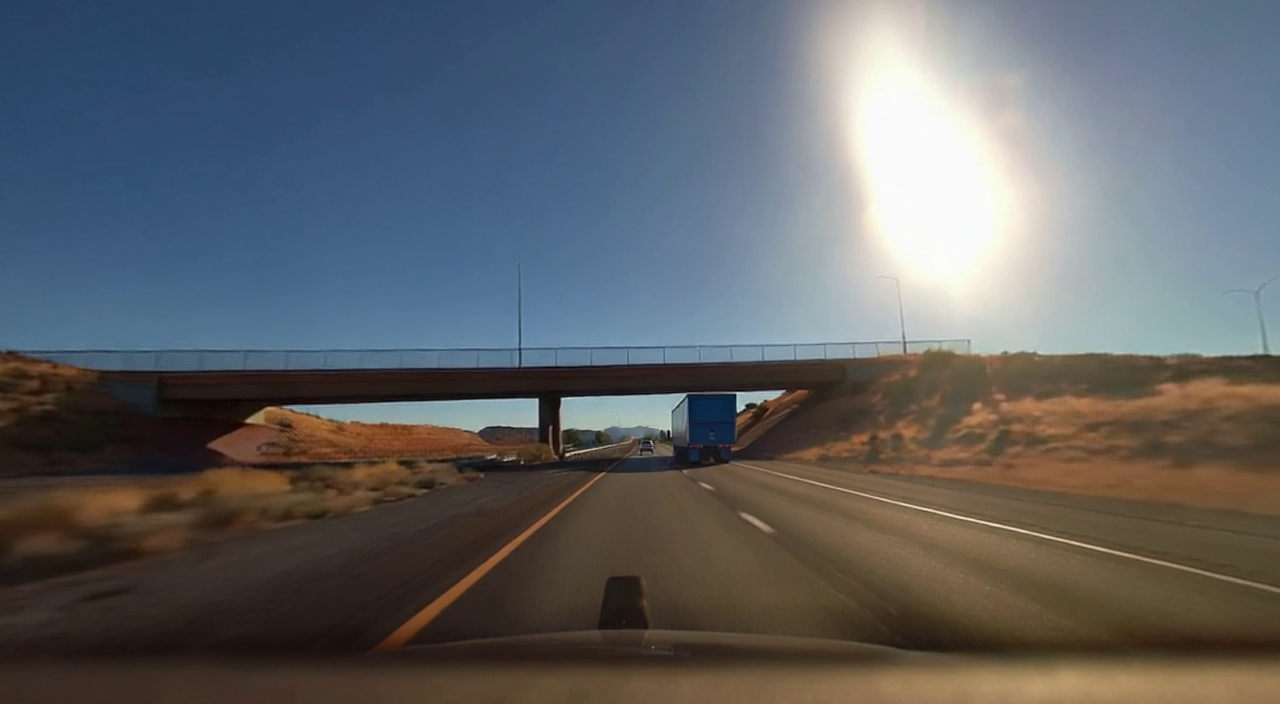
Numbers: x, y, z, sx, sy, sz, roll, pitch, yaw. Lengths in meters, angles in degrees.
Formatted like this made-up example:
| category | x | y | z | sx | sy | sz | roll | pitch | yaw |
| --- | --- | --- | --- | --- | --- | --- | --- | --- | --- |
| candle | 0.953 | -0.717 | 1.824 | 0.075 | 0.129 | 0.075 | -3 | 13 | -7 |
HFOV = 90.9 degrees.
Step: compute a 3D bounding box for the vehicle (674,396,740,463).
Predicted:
| category | x | y | z | sx | sy | sz | roll | pitch | yaw |
| --- | --- | --- | --- | --- | --- | --- | --- | --- | --- |
| vehicle | 4.154 | 5.203 | 41.583 | 3.024 | 3.834 | 10.128 | 0 | -8 | -1 |
